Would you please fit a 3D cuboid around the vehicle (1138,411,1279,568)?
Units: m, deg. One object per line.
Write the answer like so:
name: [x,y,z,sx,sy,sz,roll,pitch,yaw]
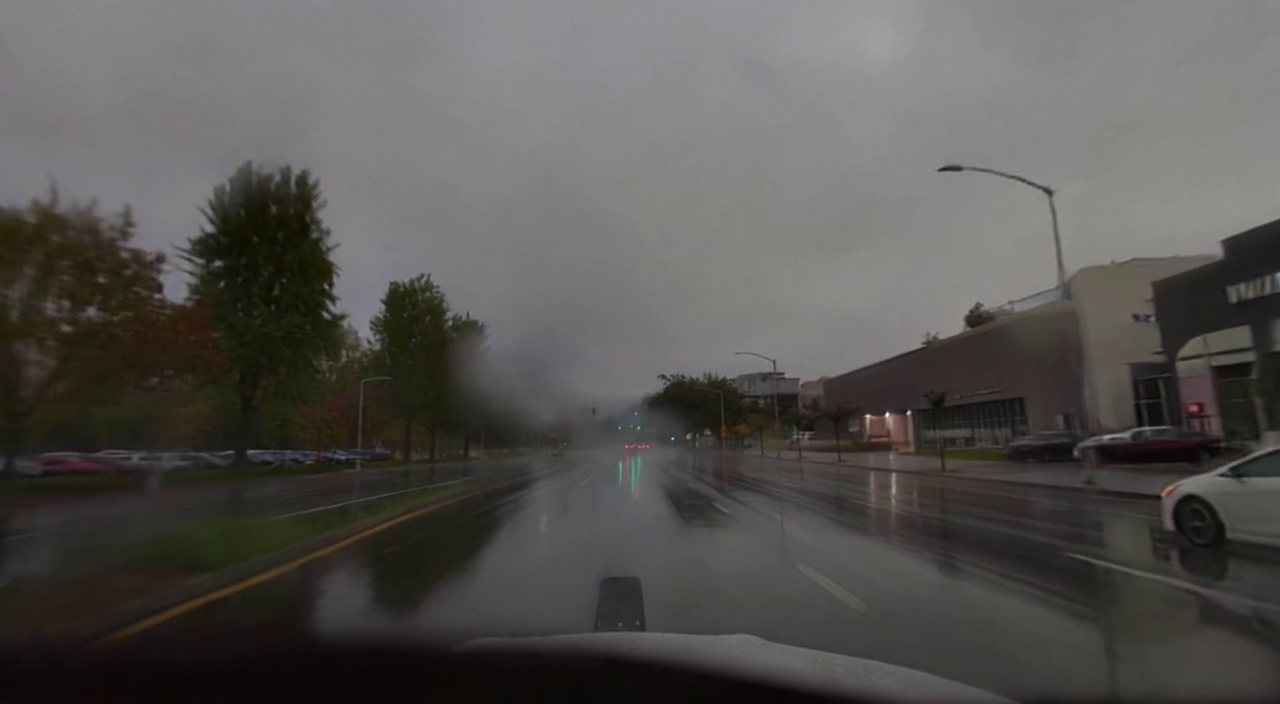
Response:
vehicle: [7.699,1.386,6.249,1.918,1.632,4.368,0,-8,0]
